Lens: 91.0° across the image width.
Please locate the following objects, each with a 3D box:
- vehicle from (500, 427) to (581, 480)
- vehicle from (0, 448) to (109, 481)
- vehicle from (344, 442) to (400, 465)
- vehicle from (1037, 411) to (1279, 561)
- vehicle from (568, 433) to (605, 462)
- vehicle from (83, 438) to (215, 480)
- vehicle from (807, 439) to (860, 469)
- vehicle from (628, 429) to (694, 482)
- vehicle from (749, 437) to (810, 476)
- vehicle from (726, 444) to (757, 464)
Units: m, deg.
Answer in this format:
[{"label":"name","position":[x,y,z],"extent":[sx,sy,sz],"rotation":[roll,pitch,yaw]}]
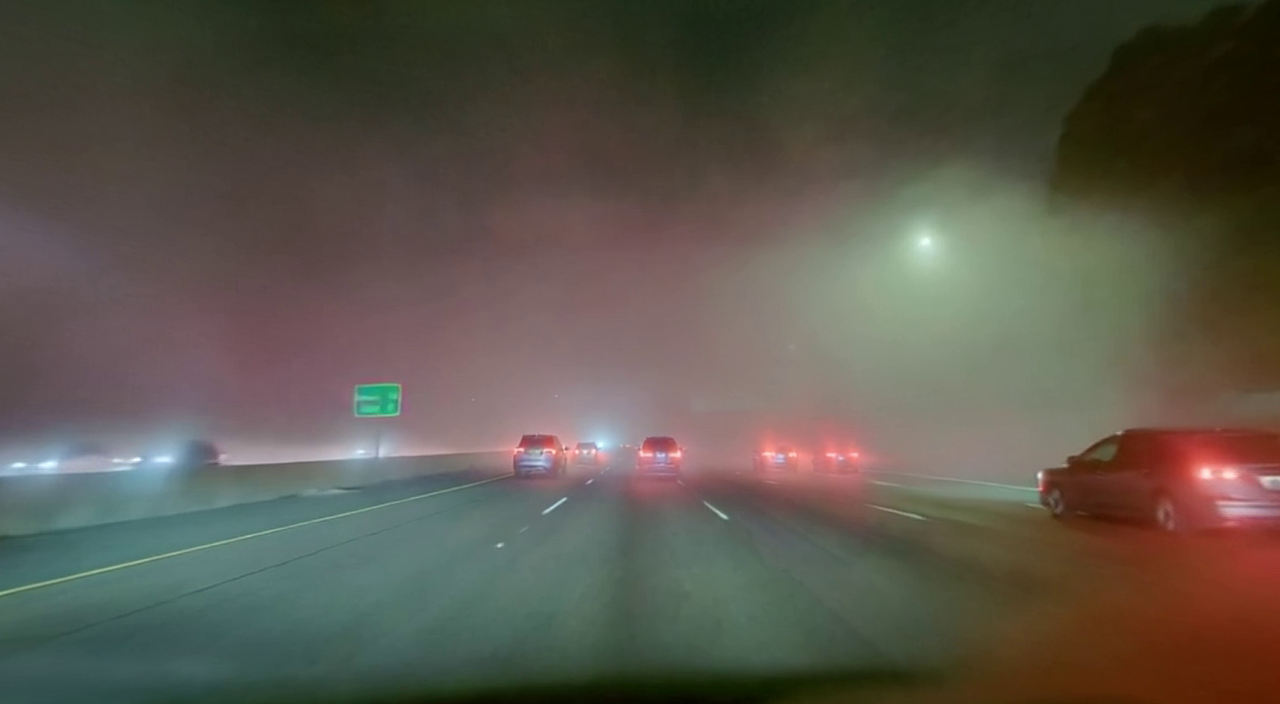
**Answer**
[{"label":"vehicle","position":[-3.656,3.871,24.128],"extent":[2.199,1.777,4.790],"rotation":[0,-9,2]},{"label":"vehicle","position":[-29.436,5.575,31.467],"extent":[1.844,1.492,4.509],"rotation":[0,-9,0]},{"label":"vehicle","position":[-20.893,7.922,49.323],"extent":[2.104,1.702,4.818],"rotation":[0,-9,2]},{"label":"vehicle","position":[7.712,1.711,8.603],"extent":[1.989,1.569,3.964],"rotation":[0,-9,0]},{"label":"vehicle","position":[-4.077,7.473,49.163],"extent":[2.317,2.049,5.746],"rotation":[0,-9,1]},{"label":"vehicle","position":[-21.345,4.658,27.681],"extent":[1.998,1.691,4.552],"rotation":[0,-9,2]},{"label":"vehicle","position":[12.189,6.431,39.946],"extent":[2.010,1.765,4.375],"rotation":[0,-9,0]},{"label":"vehicle","position":[0.759,3.773,23.090],"extent":[2.181,1.728,3.970],"rotation":[0,-9,2]},{"label":"vehicle","position":[6.584,4.983,30.176],"extent":[2.022,1.682,4.226],"rotation":[0,-9,2]},{"label":"vehicle","position":[7.923,8.001,49.451],"extent":[1.815,1.479,3.892],"rotation":[0,-9,0]}]
